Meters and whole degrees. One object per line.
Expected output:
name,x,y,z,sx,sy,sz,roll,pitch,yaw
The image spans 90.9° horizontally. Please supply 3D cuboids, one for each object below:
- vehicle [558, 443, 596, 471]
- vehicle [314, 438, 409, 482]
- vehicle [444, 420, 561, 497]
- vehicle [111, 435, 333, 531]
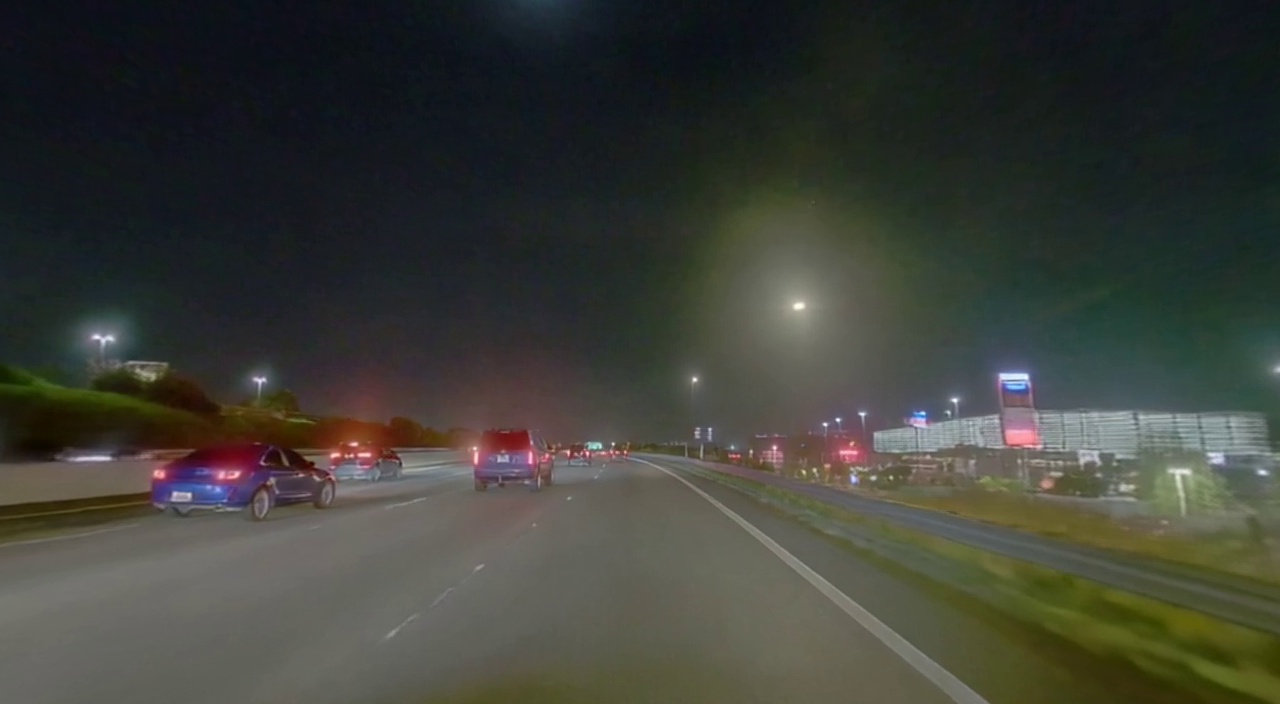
vehicle,-3.741,6.306,38.107,1.955,1.614,3.817,0,-8,0
vehicle,-11.456,4.426,26.300,1.919,1.665,4.394,0,-8,0
vehicle,-3.926,3.164,19.150,2.301,1.985,5.247,0,-8,1
vehicle,-7.512,2.335,11.796,1.796,1.509,3.393,0,-8,0
